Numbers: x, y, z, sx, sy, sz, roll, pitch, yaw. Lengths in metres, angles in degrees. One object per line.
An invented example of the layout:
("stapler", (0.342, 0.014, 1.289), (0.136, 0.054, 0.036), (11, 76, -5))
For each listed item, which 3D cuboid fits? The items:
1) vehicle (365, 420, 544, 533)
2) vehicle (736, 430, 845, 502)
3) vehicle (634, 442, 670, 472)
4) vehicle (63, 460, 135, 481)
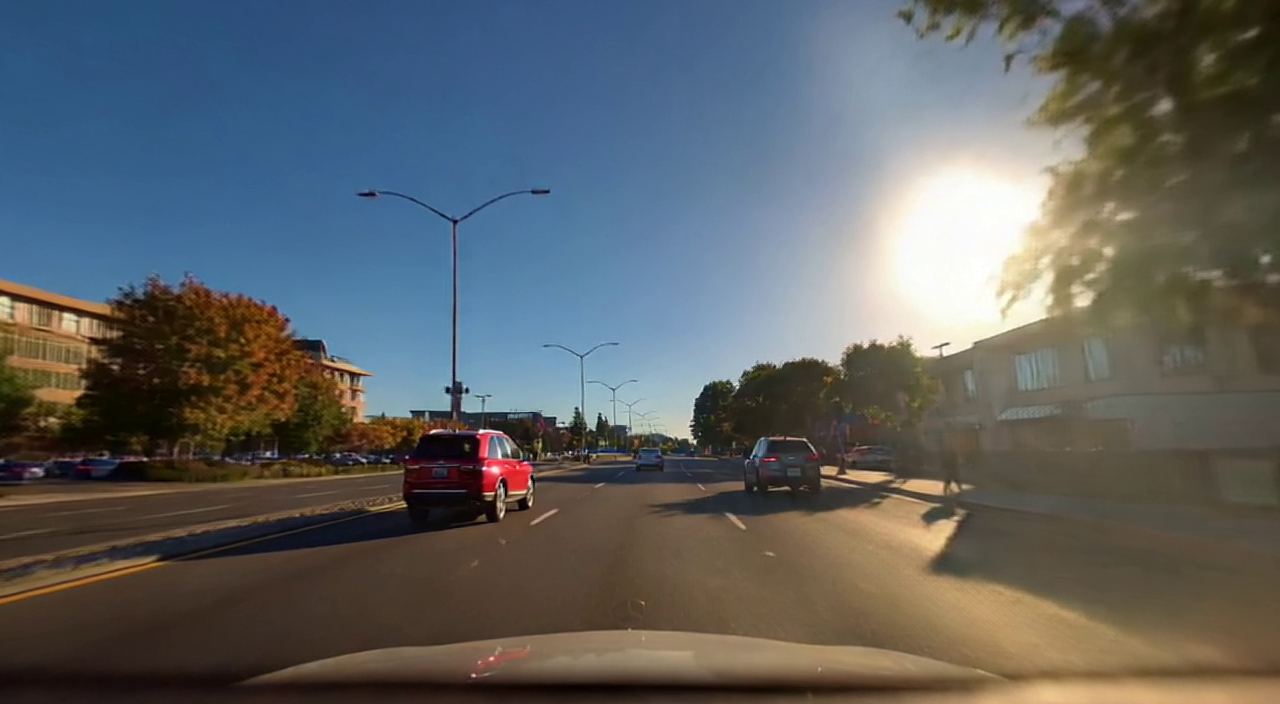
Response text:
("vehicle", (-3.358, 2.343, 12.511), (2.047, 1.810, 4.414), (0, -8, 2))
("vehicle", (4.093, 3.165, 17.946), (2.083, 1.779, 4.347), (0, -8, 1))
("vehicle", (0.741, 6.350, 38.269), (2.067, 1.702, 3.987), (0, -8, 2))
("vehicle", (-42.338, 9.282, 49.366), (3.983, 1.567, 1.860), (0, -8, 2))
